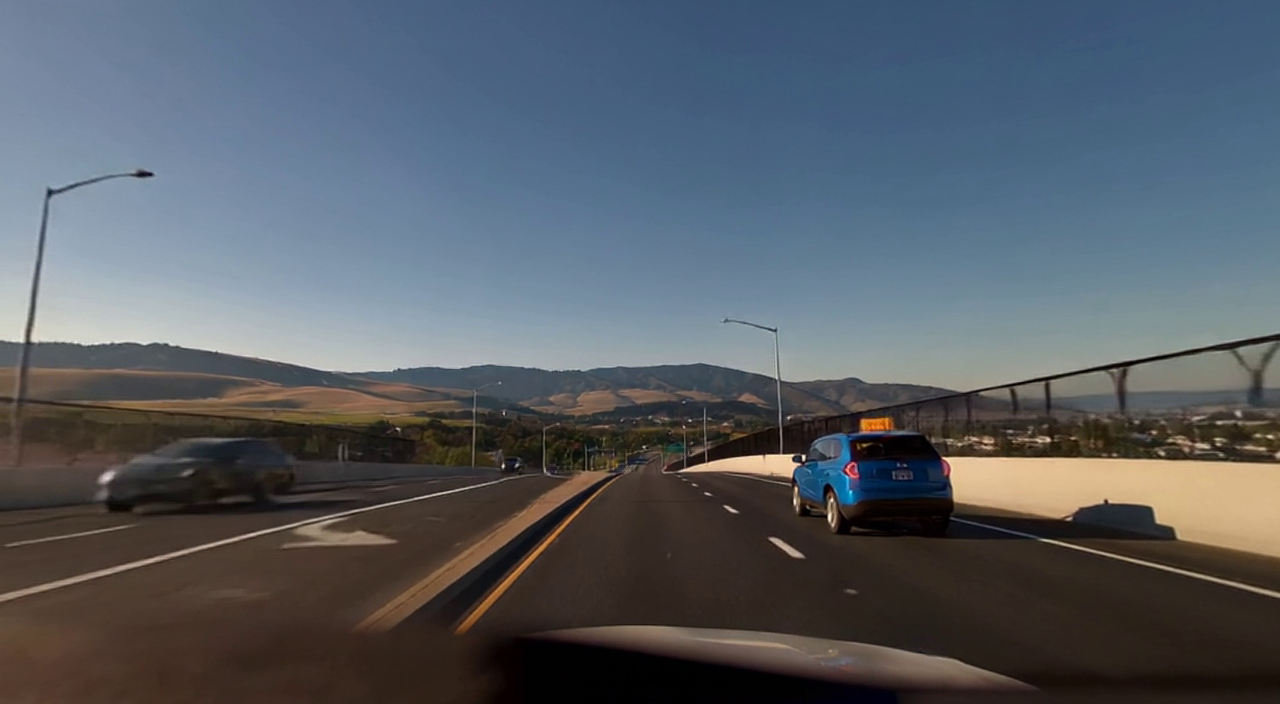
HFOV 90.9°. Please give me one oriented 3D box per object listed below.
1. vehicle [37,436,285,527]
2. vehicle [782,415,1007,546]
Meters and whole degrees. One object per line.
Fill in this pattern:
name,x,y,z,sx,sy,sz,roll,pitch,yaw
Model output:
vehicle,-10.747,2.888,14.762,2.144,1.762,4.604,0,-8,1
vehicle,3.921,2.045,10.703,1.989,1.730,4.324,0,-8,0
